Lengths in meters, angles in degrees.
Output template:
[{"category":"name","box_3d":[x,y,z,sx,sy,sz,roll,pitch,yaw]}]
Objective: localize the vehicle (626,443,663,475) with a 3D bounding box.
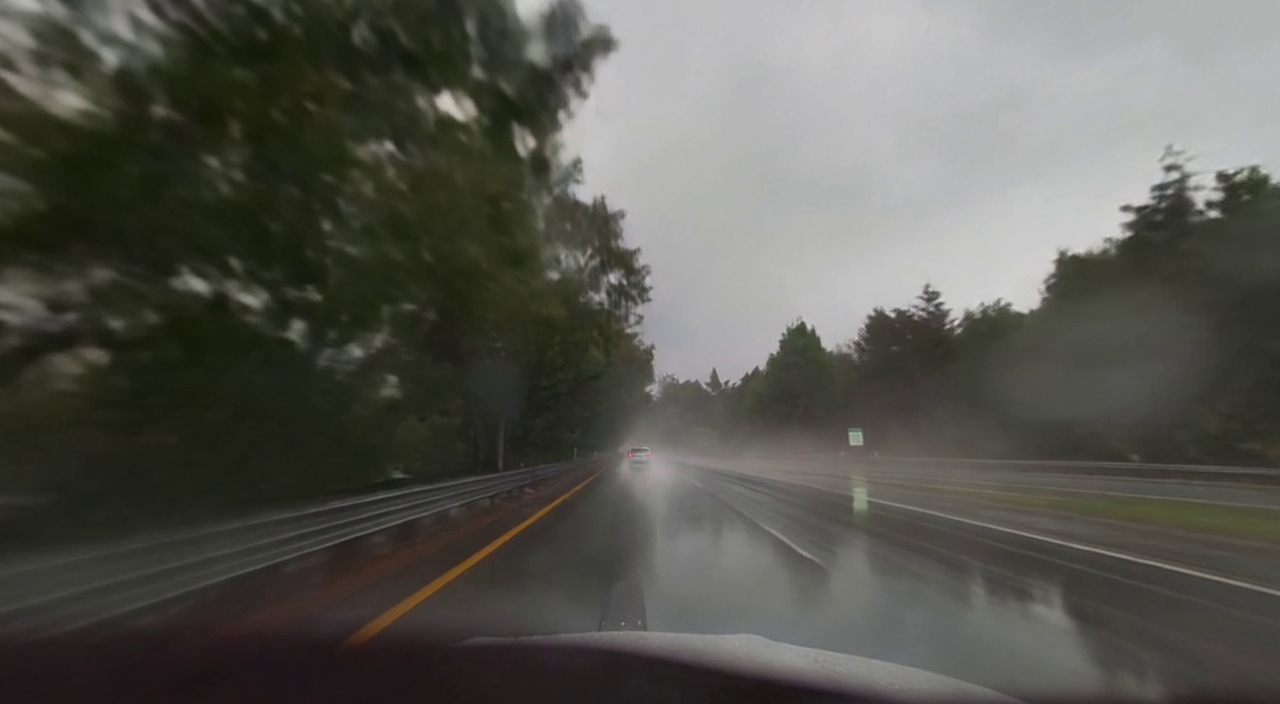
[{"category":"vehicle","box_3d":[0.208,6.022,35.622,1.987,1.658,3.620,0,-9,0]}]
